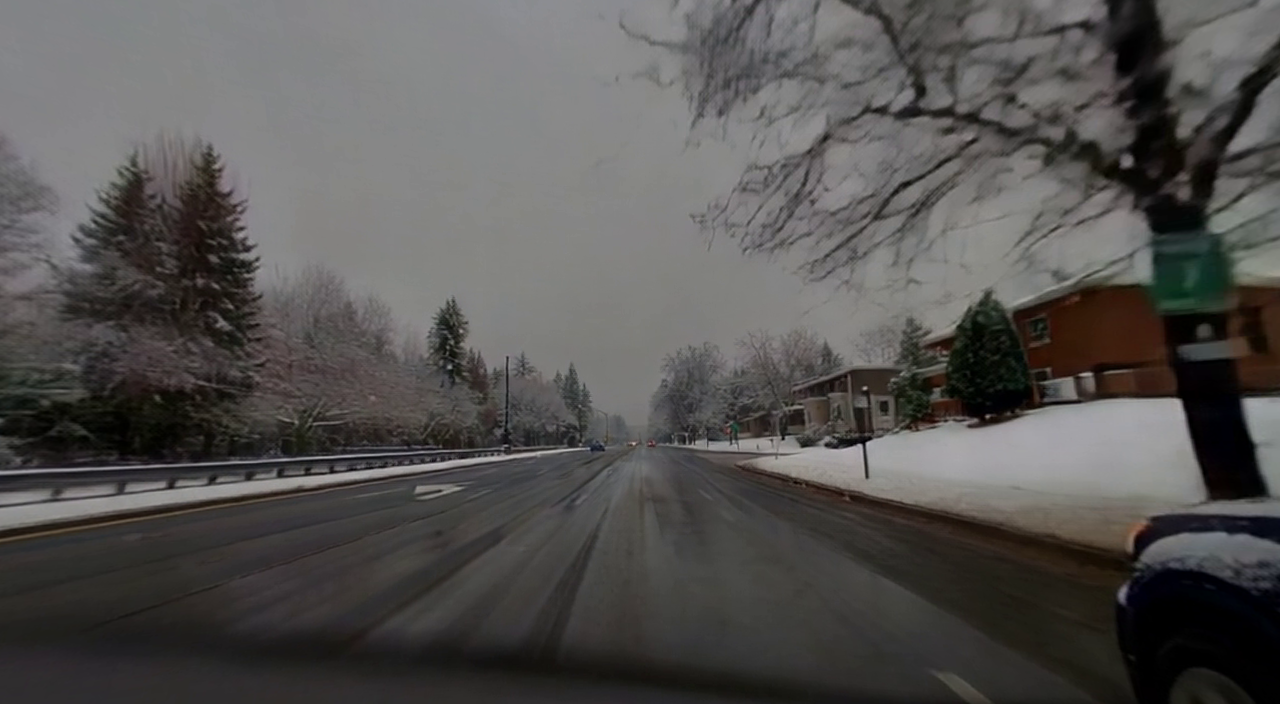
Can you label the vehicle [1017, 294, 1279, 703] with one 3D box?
[{"bbox_3d":[2.984,0.550,0.837,2.047,1.768,4.607,0,-8,-1],"label":"vehicle"}]
